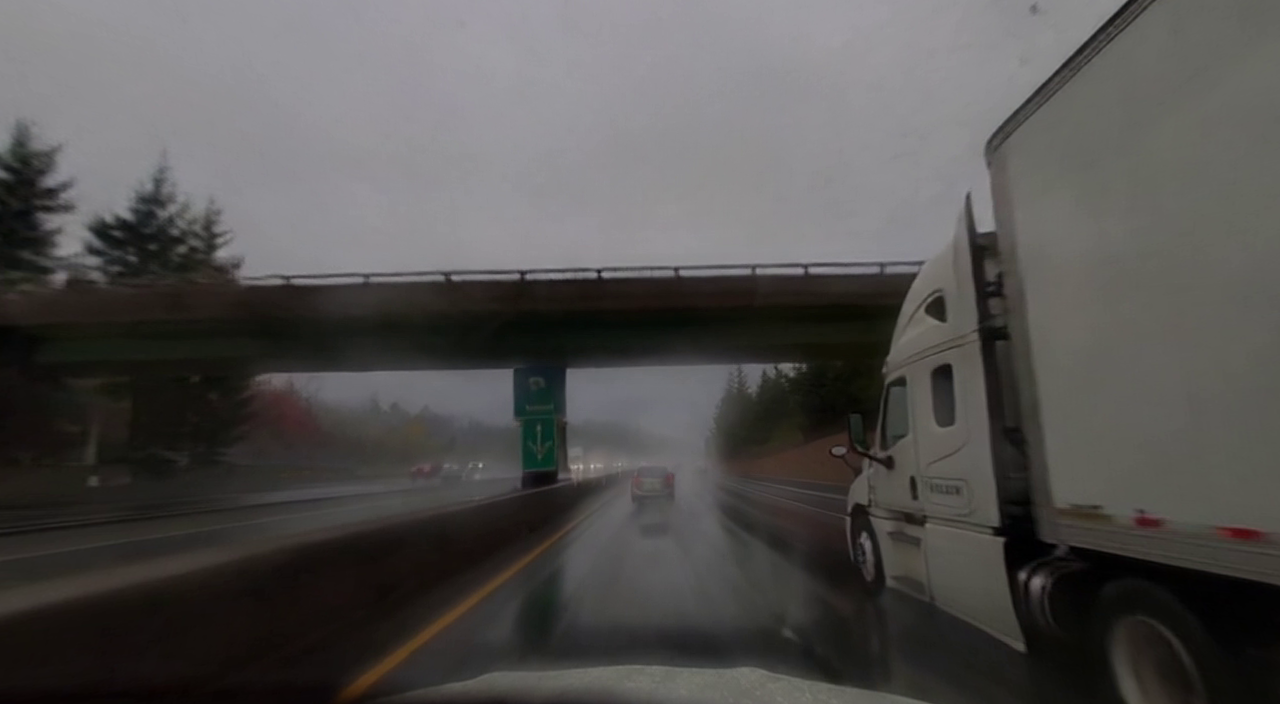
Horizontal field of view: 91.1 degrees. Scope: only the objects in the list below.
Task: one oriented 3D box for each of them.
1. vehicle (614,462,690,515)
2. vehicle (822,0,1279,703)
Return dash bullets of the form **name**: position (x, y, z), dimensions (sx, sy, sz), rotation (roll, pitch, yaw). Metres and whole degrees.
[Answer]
- **vehicle**: position (0.361, 4.210, 19.694), dimensions (2.156, 1.444, 3.762), rotation (1, -10, 1)
- **vehicle**: position (4.460, -0.206, 1.692), dimensions (2.964, 4.188, 16.587), rotation (1, -10, 0)
